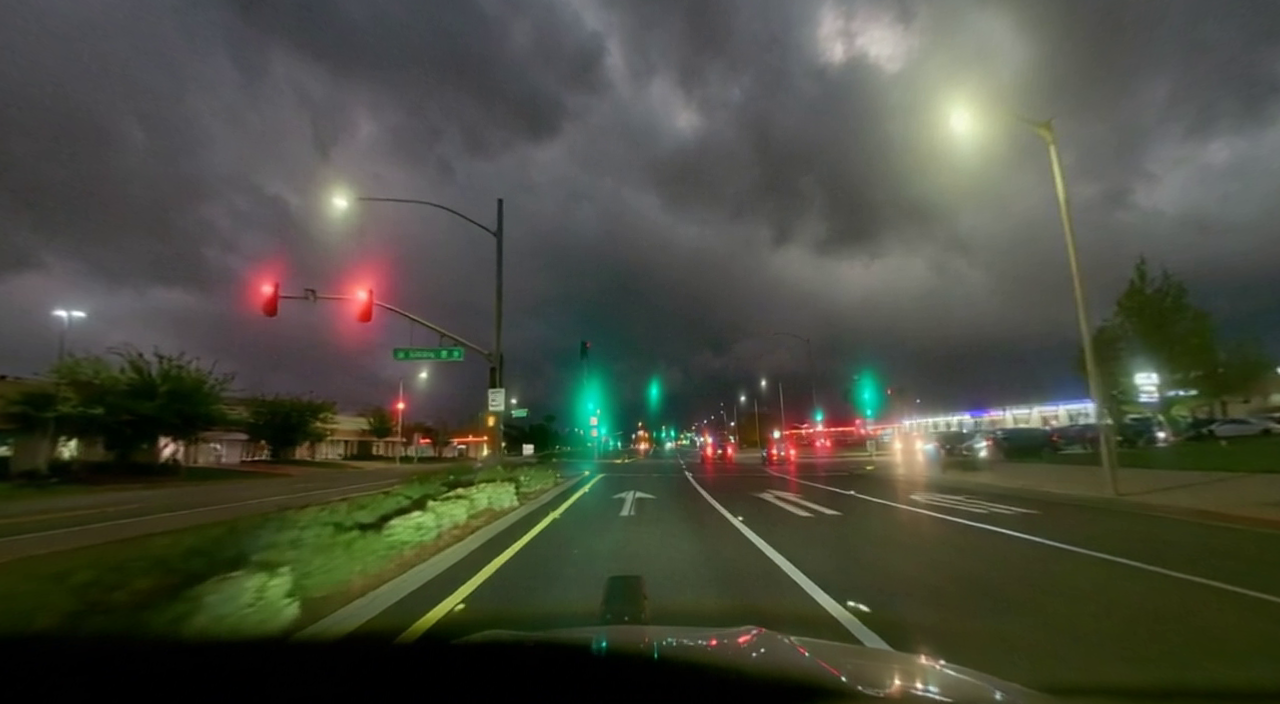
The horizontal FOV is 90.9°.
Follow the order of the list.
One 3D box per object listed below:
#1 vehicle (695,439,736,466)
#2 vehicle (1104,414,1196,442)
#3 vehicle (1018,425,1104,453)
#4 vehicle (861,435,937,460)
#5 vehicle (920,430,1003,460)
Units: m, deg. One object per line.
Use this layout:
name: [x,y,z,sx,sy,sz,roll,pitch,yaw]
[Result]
vehicle: [4.575,6.141,38.652,2.038,1.528,4.259,0,-8,1]
vehicle: [36.405,5.420,45.054,4.687,1.902,2.162,0,-8,-1]
vehicle: [27.608,5.704,41.378,4.280,1.734,1.964,0,-8,-6]
vehicle: [18.311,6.759,44.748,4.491,1.702,2.094,-1,-8,4]
vehicle: [21.022,6.089,41.319,4.341,1.845,1.984,0,-8,0]
